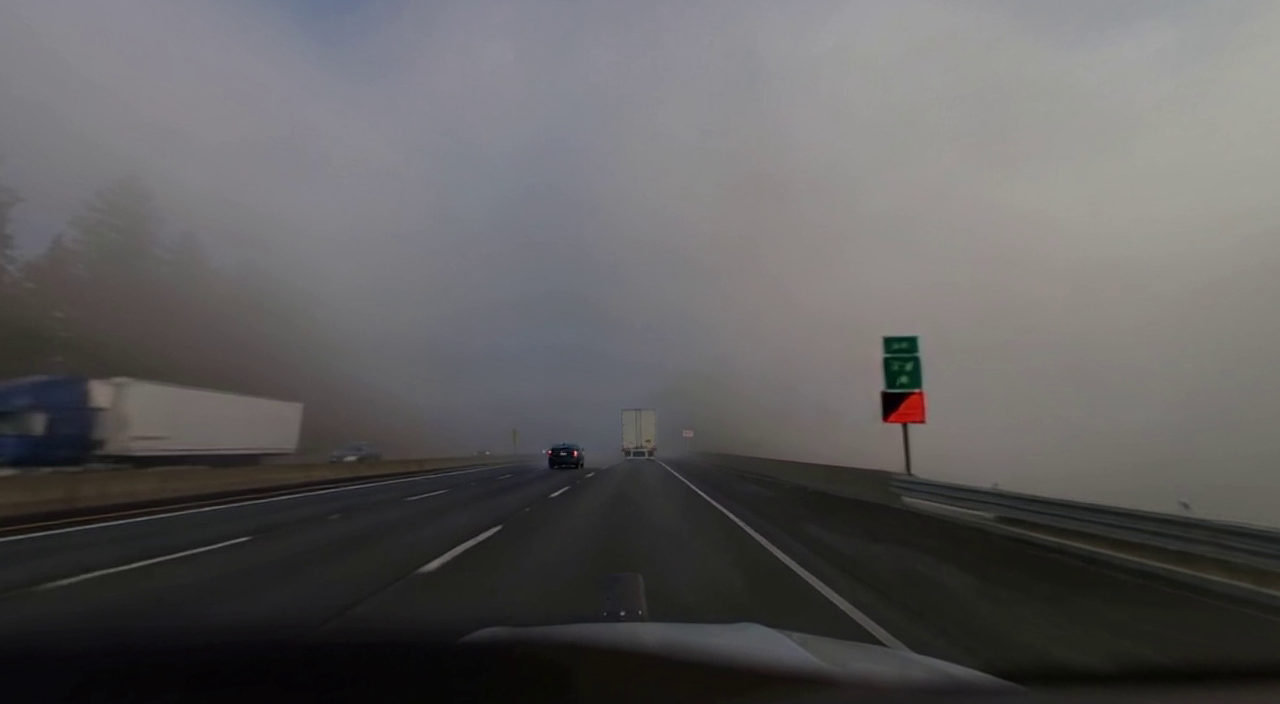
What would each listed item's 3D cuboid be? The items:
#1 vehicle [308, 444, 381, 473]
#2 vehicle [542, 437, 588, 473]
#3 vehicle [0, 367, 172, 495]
[{"bbox_3d":[-17.332,6.251,37.323,2.001,1.570,4.727,0,-9,0],"label":"vehicle"},{"bbox_3d":[-4.296,5.969,36.746,2.139,1.925,4.312,0,-9,0],"label":"vehicle"},{"bbox_3d":[-20.738,2.897,22.743,3.033,3.995,5.883,0,-9,-1],"label":"vehicle"}]
